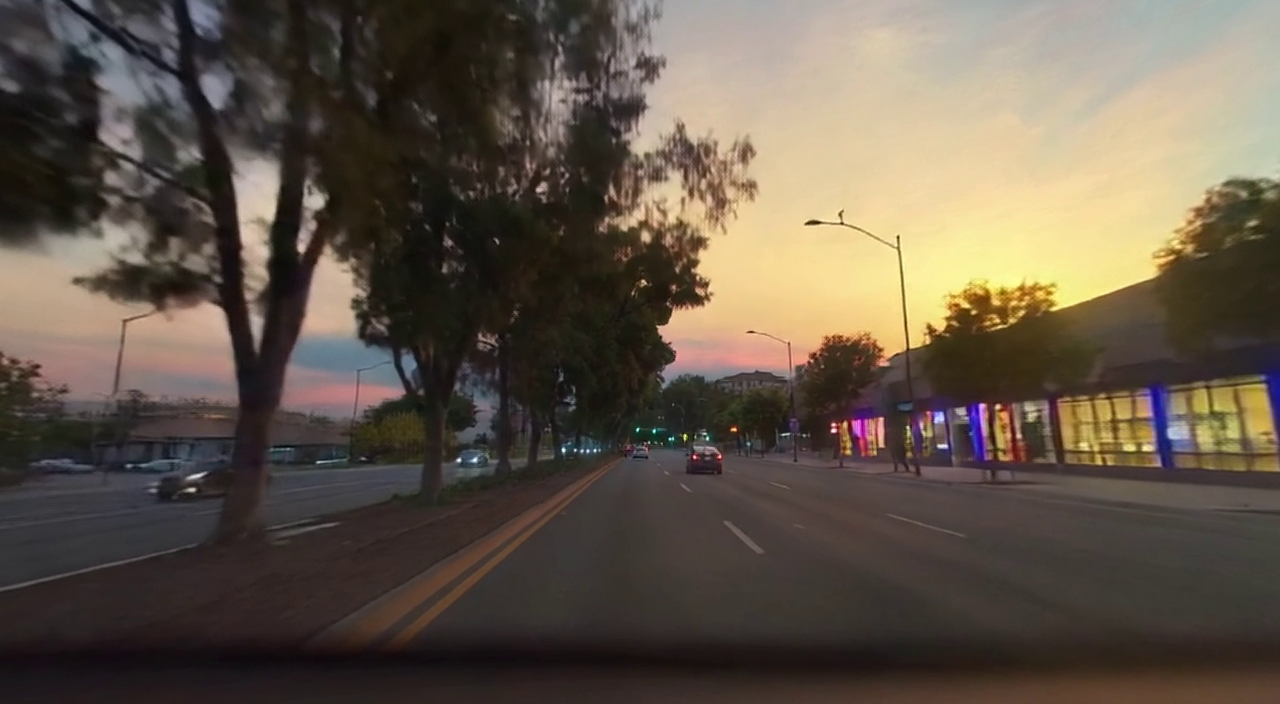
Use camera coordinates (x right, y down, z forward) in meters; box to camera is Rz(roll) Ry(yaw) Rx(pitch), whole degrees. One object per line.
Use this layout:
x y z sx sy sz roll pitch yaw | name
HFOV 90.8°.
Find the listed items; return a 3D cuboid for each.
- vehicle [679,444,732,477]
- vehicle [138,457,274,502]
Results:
3.086 5.203 30.622 1.983 1.482 4.463 0 -9 -1 | vehicle
-16.335 4.786 24.134 1.944 1.482 4.504 0 -9 0 | vehicle
